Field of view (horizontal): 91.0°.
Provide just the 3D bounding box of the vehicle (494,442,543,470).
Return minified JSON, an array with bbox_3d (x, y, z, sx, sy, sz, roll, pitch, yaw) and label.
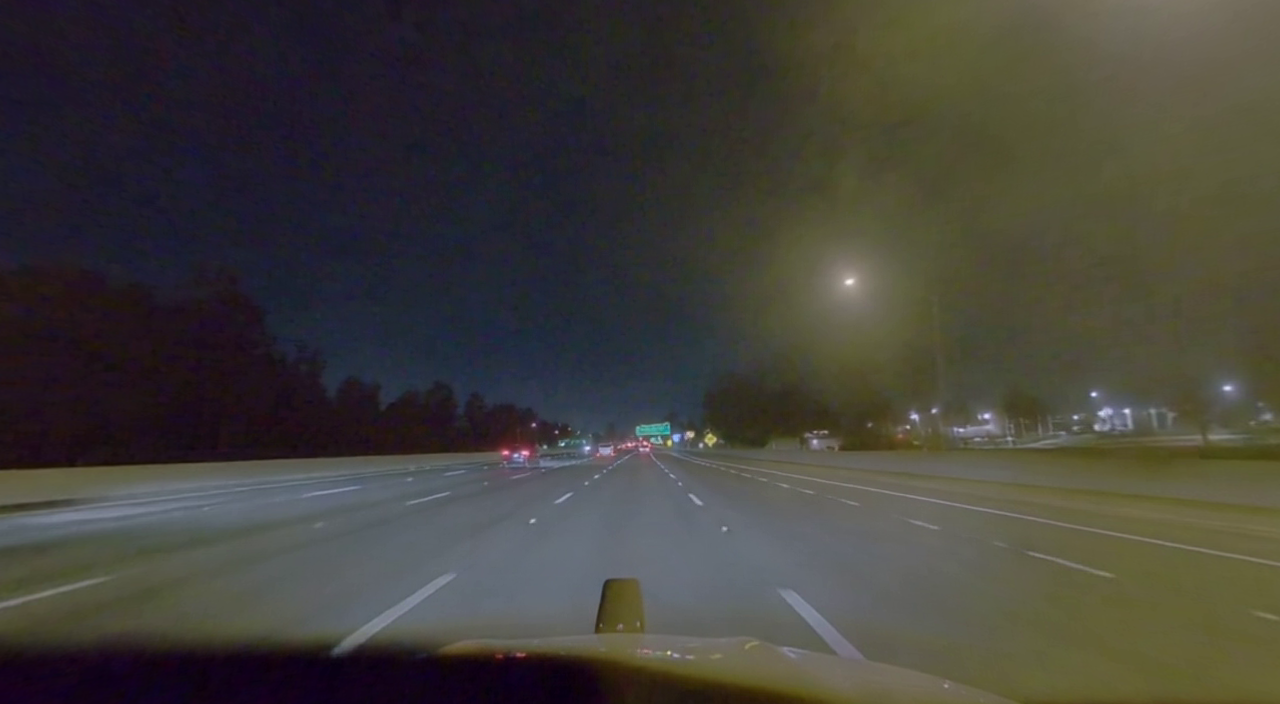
[{"bbox_3d":[-6.976,6.014,36.604,1.985,1.513,4.172,0,-8,1],"label":"vehicle"}]
